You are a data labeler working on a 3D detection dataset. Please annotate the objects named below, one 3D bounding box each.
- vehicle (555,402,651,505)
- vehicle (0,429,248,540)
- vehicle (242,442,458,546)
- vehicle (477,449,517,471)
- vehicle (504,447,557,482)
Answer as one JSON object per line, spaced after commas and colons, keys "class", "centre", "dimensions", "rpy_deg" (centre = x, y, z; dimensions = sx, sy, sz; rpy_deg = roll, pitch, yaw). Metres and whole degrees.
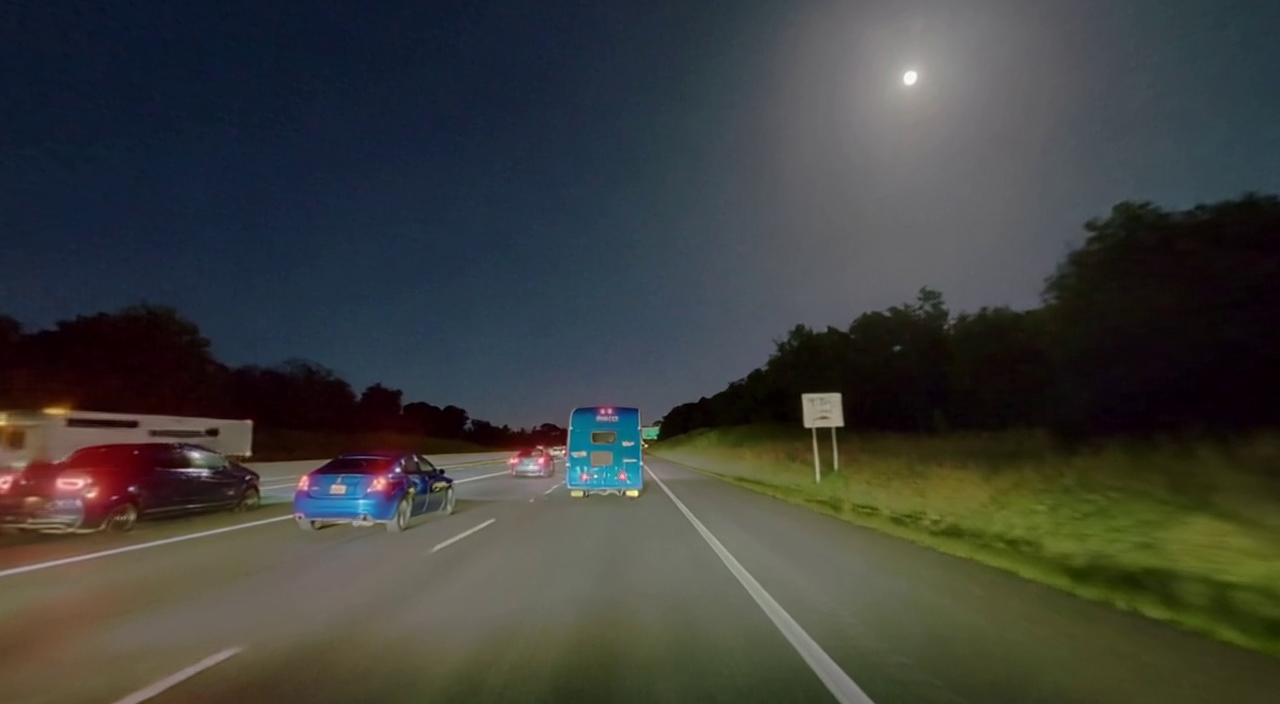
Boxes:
{"class": "vehicle", "centre": [-0.957, 2.965, 18.510], "dimensions": [2.394, 2.556, 5.232], "rpy_deg": [0, -9, -1]}
{"class": "vehicle", "centre": [-9.567, 2.306, 11.499], "dimensions": [2.010, 1.621, 4.252], "rpy_deg": [0, -9, 0]}
{"class": "vehicle", "centre": [-4.700, 2.322, 10.972], "dimensions": [1.876, 1.438, 4.072], "rpy_deg": [0, -9, -1]}
{"class": "vehicle", "centre": [-10.095, 7.643, 44.568], "dimensions": [1.886, 1.462, 4.084], "rpy_deg": [0, -9, -1]}
{"class": "vehicle", "centre": [-5.038, 5.195, 29.256], "dimensions": [1.872, 1.480, 3.545], "rpy_deg": [0, -9, -1]}
